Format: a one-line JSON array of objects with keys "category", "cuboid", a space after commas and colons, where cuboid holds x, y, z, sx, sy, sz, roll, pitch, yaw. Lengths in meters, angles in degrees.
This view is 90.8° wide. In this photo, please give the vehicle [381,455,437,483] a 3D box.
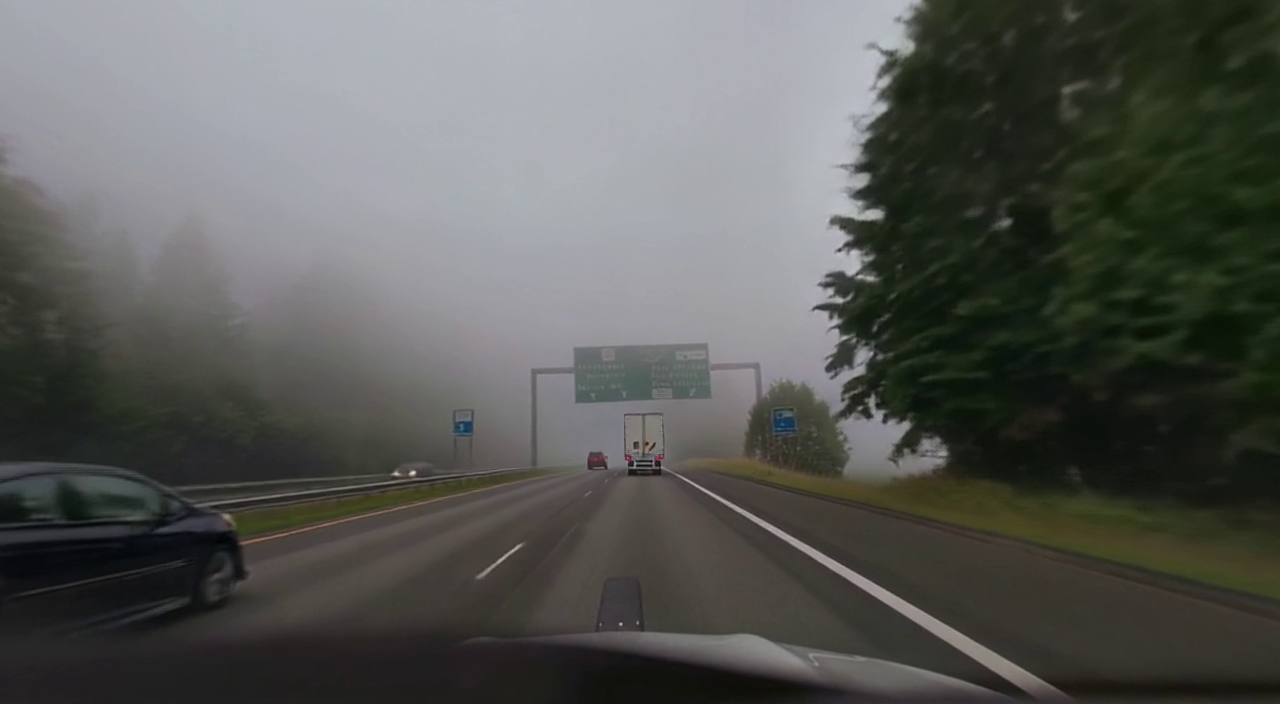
[{"category": "vehicle", "cuboid": [-12.983, 6.591, 35.655, 1.790, 1.452, 3.669, 0, -9, -1]}]

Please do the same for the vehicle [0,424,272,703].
[{"category": "vehicle", "cuboid": [-4.045, 1.090, 3.047, 1.968, 1.460, 4.227, 0, -9, 0]}]
